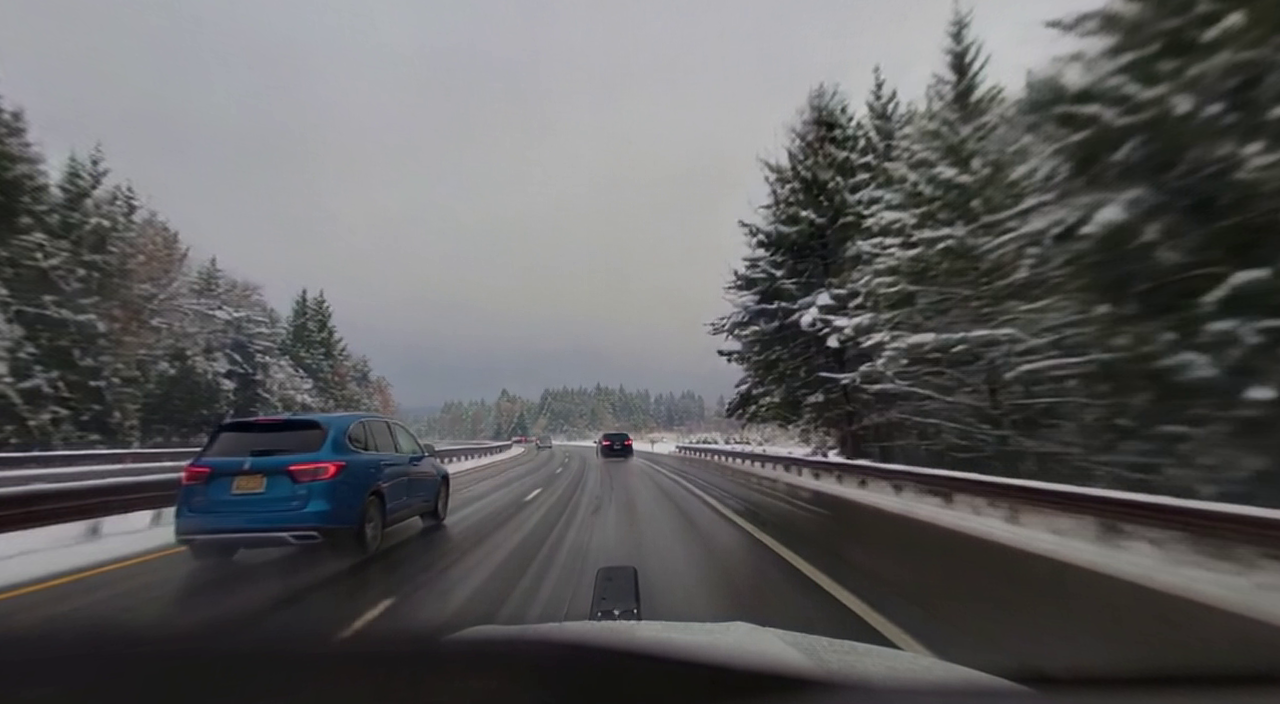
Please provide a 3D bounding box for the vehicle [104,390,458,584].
[{"bbox_3d":[-4.167,1.626,8.543,2.053,1.847,4.760,0,-8,-1],"label":"vehicle"}]

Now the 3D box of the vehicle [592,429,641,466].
[{"bbox_3d":[-1.347,5.071,33.691,2.452,1.857,4.022,0,-8,-4],"label":"vehicle"}]
